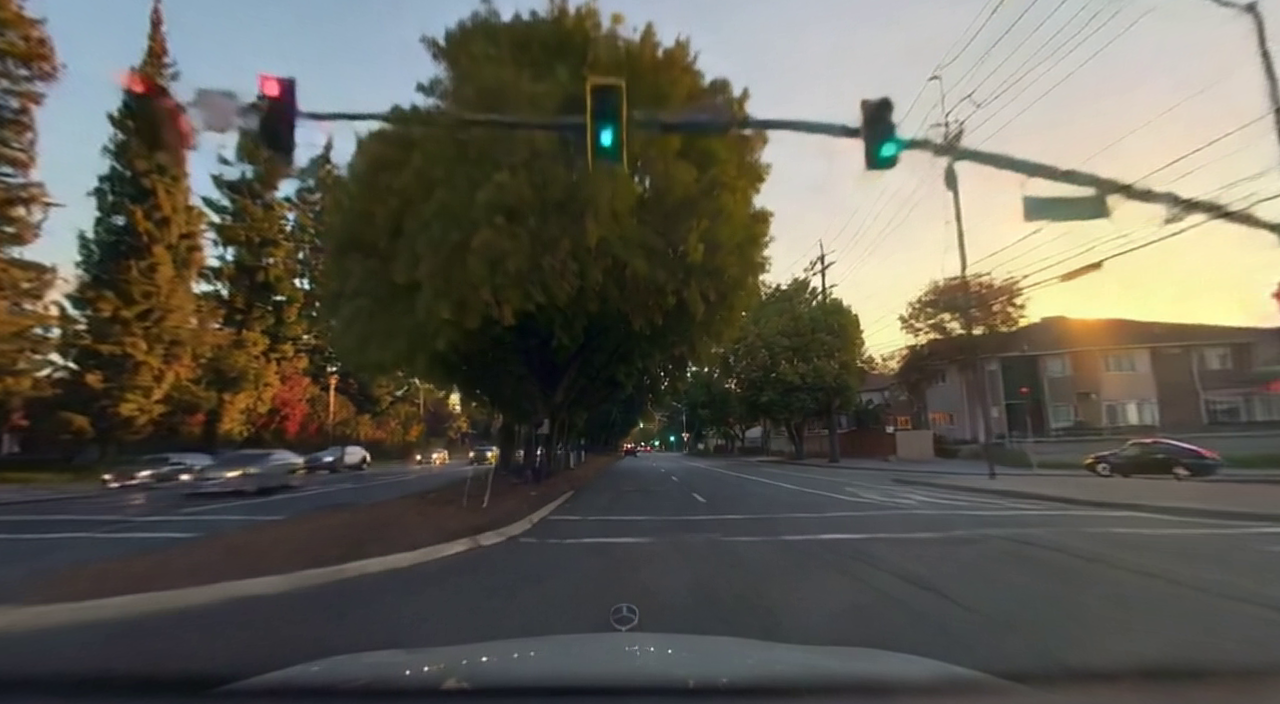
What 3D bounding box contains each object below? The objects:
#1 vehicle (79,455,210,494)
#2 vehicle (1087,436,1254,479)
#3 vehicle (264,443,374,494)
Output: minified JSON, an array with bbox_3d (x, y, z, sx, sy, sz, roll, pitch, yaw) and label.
[{"bbox_3d":[-21.649,5.345,27.900,2.002,1.489,4.734,0,-9,-1],"label":"vehicle"},{"bbox_3d":[19.792,3.925,23.757,1.842,1.454,4.439,7,-11,-40],"label":"vehicle"},{"bbox_3d":[-11.848,4.285,23.708,1.912,1.509,4.425,-4,-7,-1],"label":"vehicle"}]
